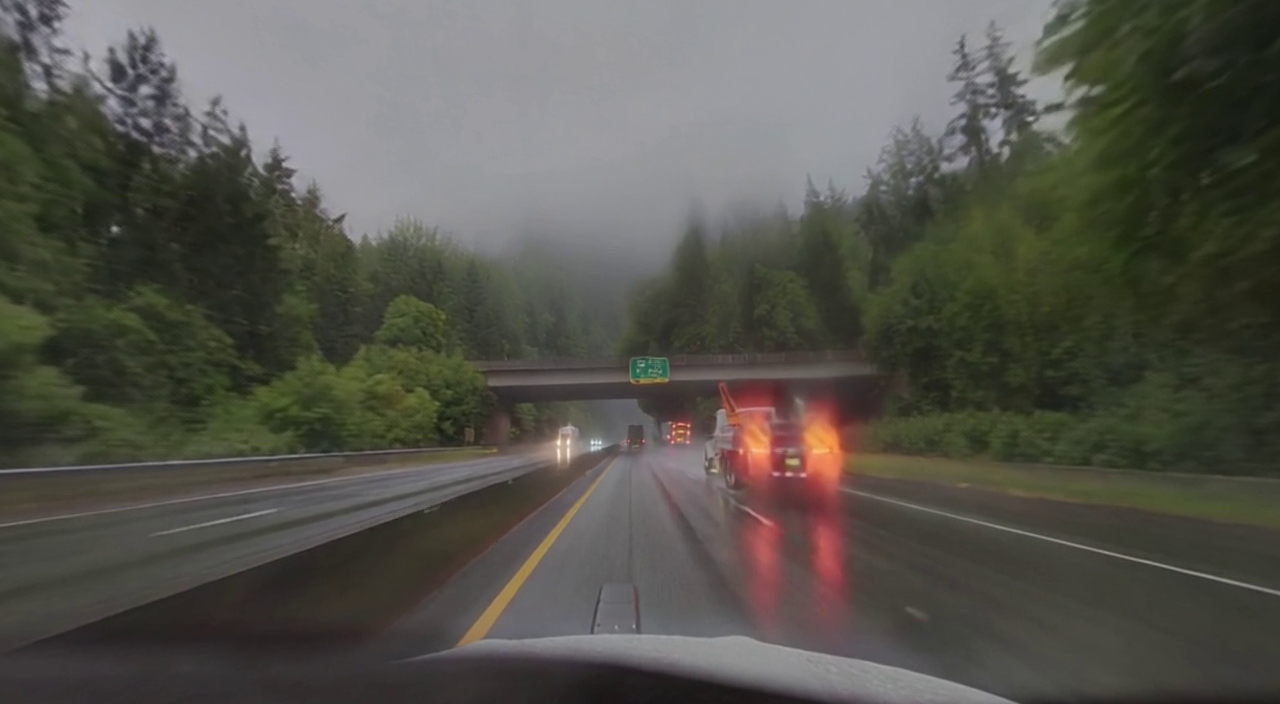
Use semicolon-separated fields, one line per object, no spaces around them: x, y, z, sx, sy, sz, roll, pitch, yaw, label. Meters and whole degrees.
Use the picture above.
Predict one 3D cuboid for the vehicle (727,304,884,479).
4.390;1.336;18.024;2.875;4.206;4.999;-3;-9;0;vehicle
